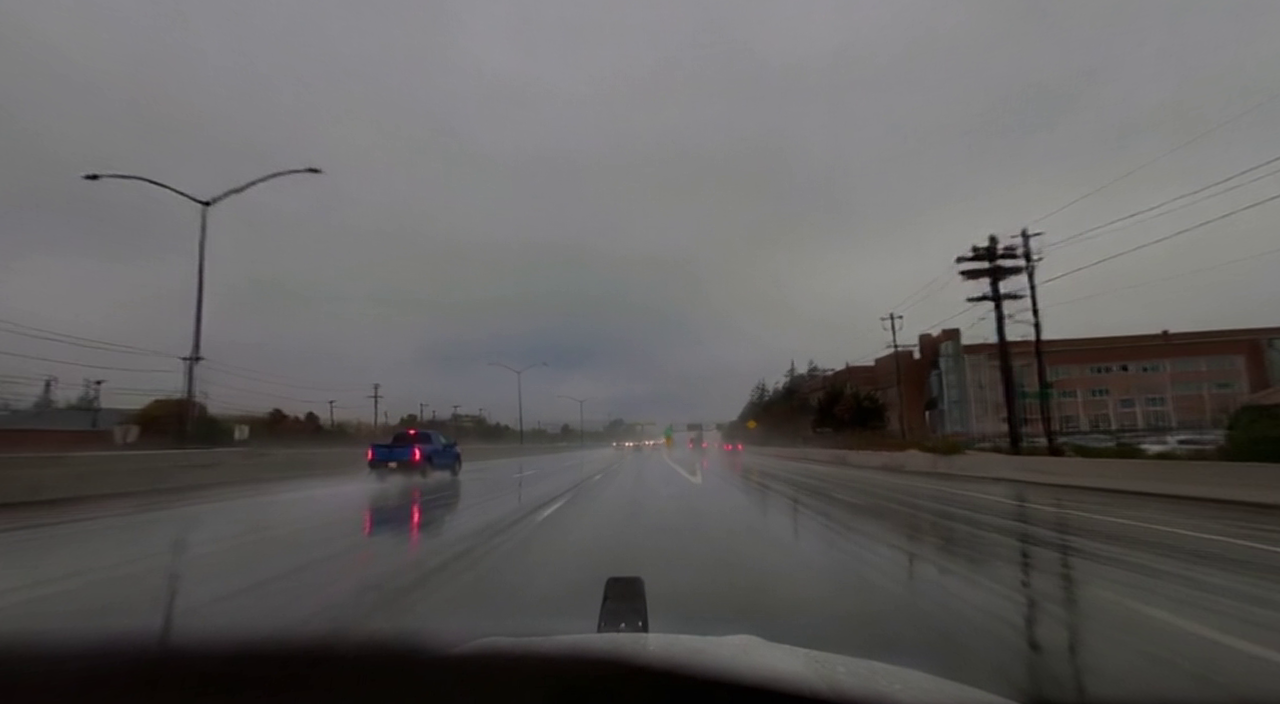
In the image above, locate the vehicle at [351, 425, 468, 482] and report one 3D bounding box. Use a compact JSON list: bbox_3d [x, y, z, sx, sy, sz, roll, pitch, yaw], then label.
[{"bbox_3d":[-9.793,4.373,27.412,2.667,2.213,6.081,0,-8,1],"label":"vehicle"}]
